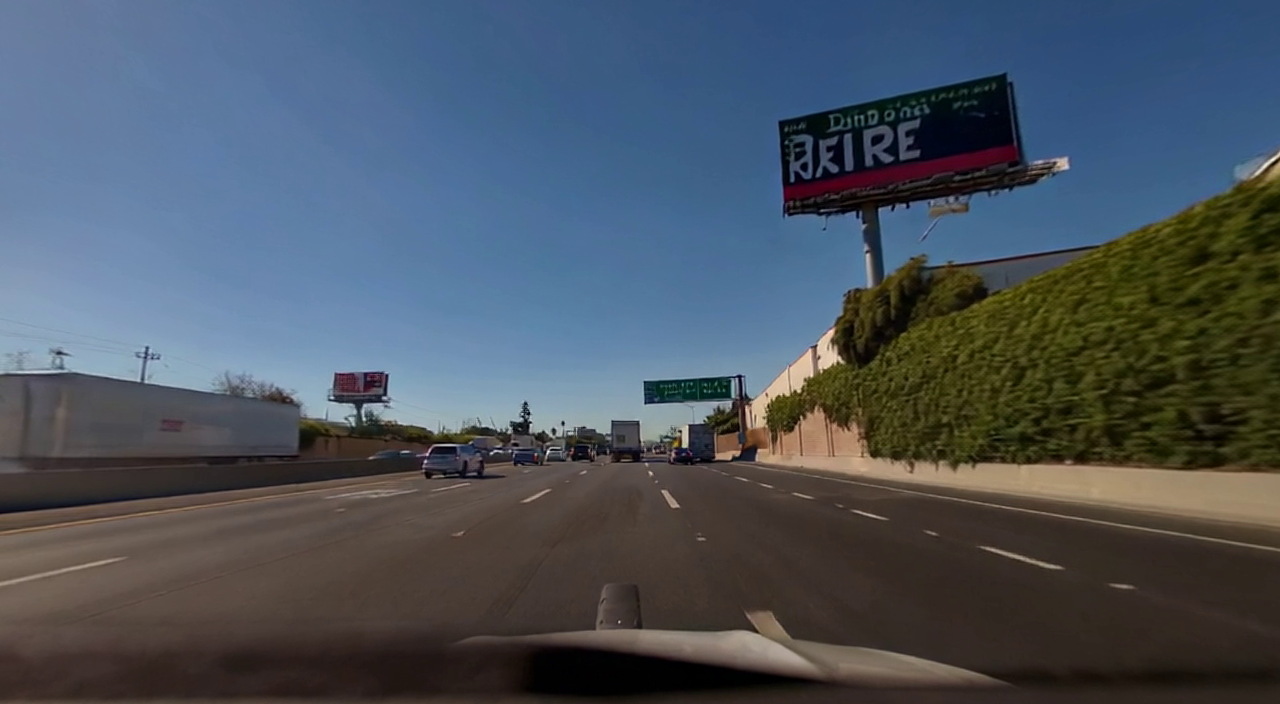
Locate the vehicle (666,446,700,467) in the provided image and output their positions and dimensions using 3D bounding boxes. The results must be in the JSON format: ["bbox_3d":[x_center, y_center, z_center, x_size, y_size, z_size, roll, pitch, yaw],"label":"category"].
[{"bbox_3d":[3.051,7.538,45.937,2.015,1.462,4.691,0,-9,-2],"label":"vehicle"}]

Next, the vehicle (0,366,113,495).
[{"bbox_3d":[-21.101,2.375,19.126,3.029,3.918,8.325,0,-9,0],"label":"vehicle"}]

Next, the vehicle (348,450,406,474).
[{"bbox_3d":[-16.954,7.073,41.030,1.889,1.439,4.359,0,-9,0],"label":"vehicle"}]

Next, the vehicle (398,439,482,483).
[{"bbox_3d":[-8.399,4.616,27.079,2.129,1.717,4.593,0,-9,0],"label":"vehicle"}]

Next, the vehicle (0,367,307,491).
[{"bbox_3d":[-21.195,3.742,28.961,2.863,4.023,16.558,0,-9,0],"label":"vehicle"}]

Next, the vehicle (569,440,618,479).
[{"bbox_3d":[-2.174,5.091,30.192,2.132,1.679,4.045,0,-9,-3],"label":"vehicle"}]
